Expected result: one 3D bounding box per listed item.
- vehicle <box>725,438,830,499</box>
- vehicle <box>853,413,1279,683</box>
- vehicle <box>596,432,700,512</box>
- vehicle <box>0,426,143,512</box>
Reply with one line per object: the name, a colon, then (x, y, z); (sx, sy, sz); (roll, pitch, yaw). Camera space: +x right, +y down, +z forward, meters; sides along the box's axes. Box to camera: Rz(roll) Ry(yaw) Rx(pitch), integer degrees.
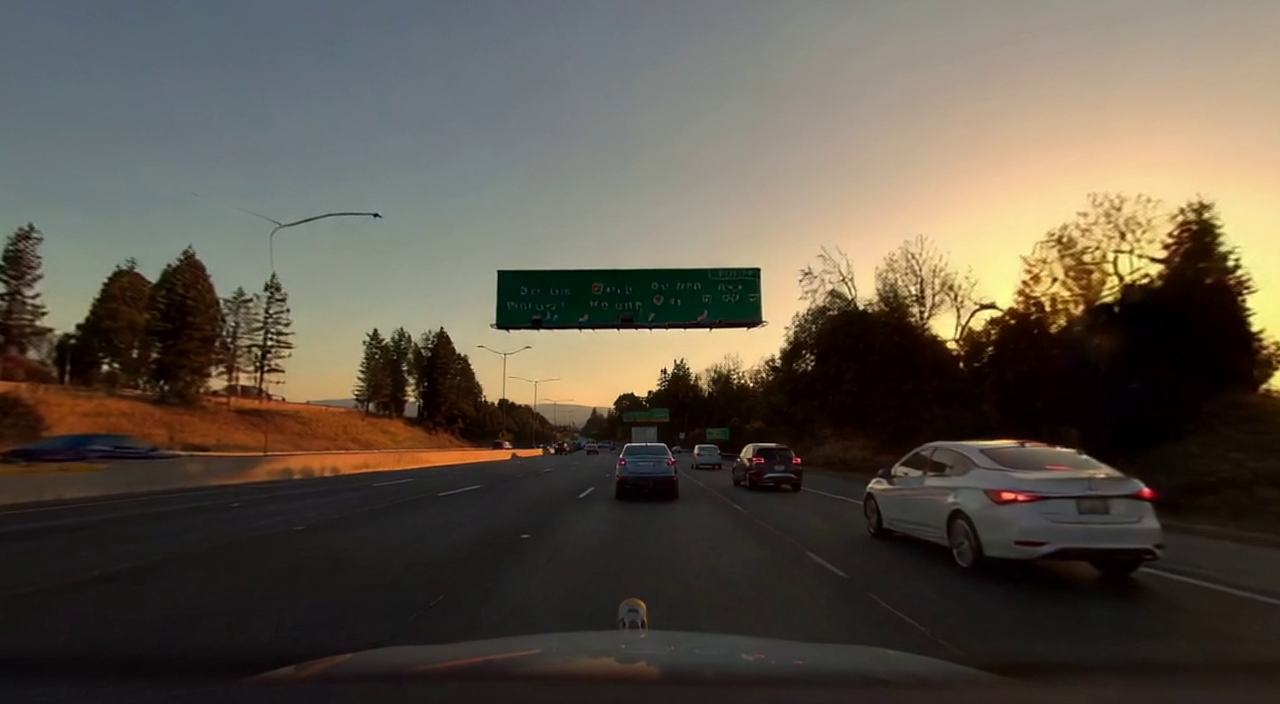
vehicle: (3.746, 3.251, 17.934); (2.044, 1.523, 3.947); (0, -9, -1)
vehicle: (3.723, 1.434, 5.794); (1.979, 1.504, 4.377); (0, -9, 0)
vehicle: (0.166, 2.661, 14.378); (2.044, 1.554, 3.824); (0, -9, 0)
vehicle: (-14.028, 2.553, 13.983); (2.104, 1.728, 4.679); (0, -9, 0)
